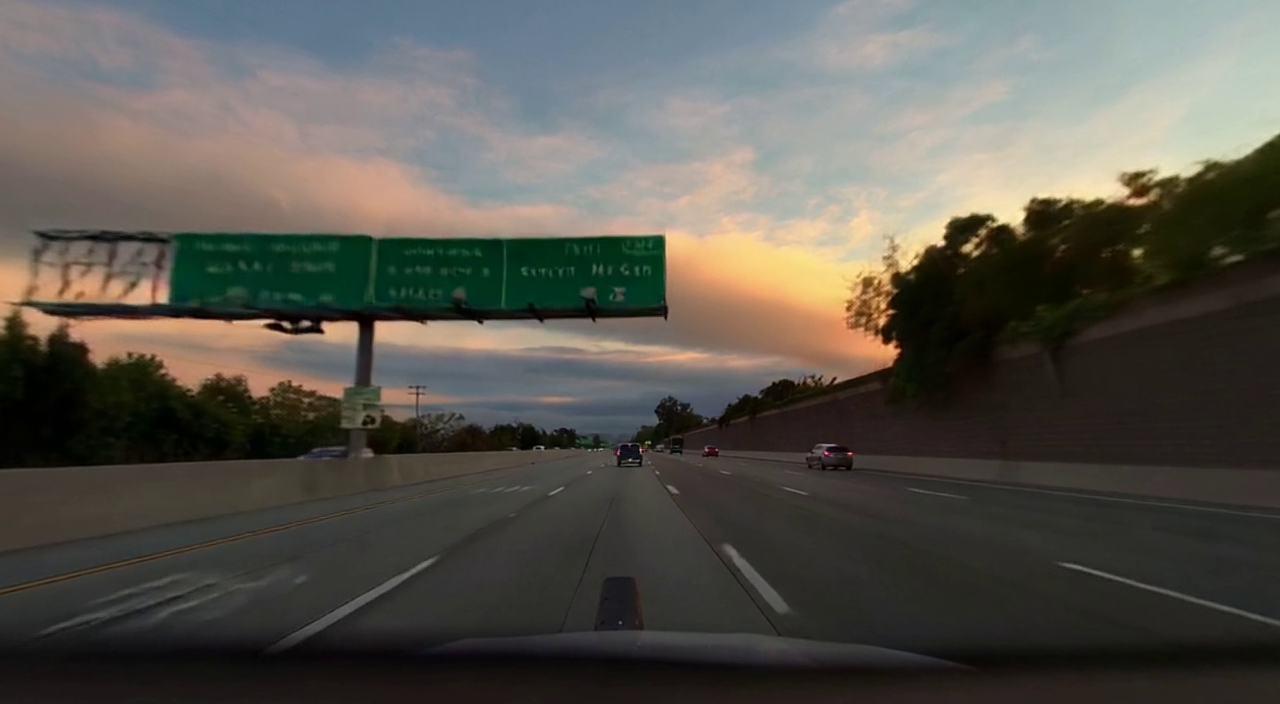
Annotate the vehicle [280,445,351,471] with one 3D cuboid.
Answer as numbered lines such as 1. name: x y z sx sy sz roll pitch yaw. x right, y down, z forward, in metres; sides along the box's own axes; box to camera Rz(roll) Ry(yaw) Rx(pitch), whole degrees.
1. vehicle: -21.673 7.068 42.463 2.039 1.585 5.259 0 -9 0

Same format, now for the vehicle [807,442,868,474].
1. vehicle: 11.117 5.959 35.872 1.912 1.673 4.438 0 -8 -1

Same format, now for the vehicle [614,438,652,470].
1. vehicle: -0.464 5.989 37.119 2.121 1.739 4.087 0 -8 -2
